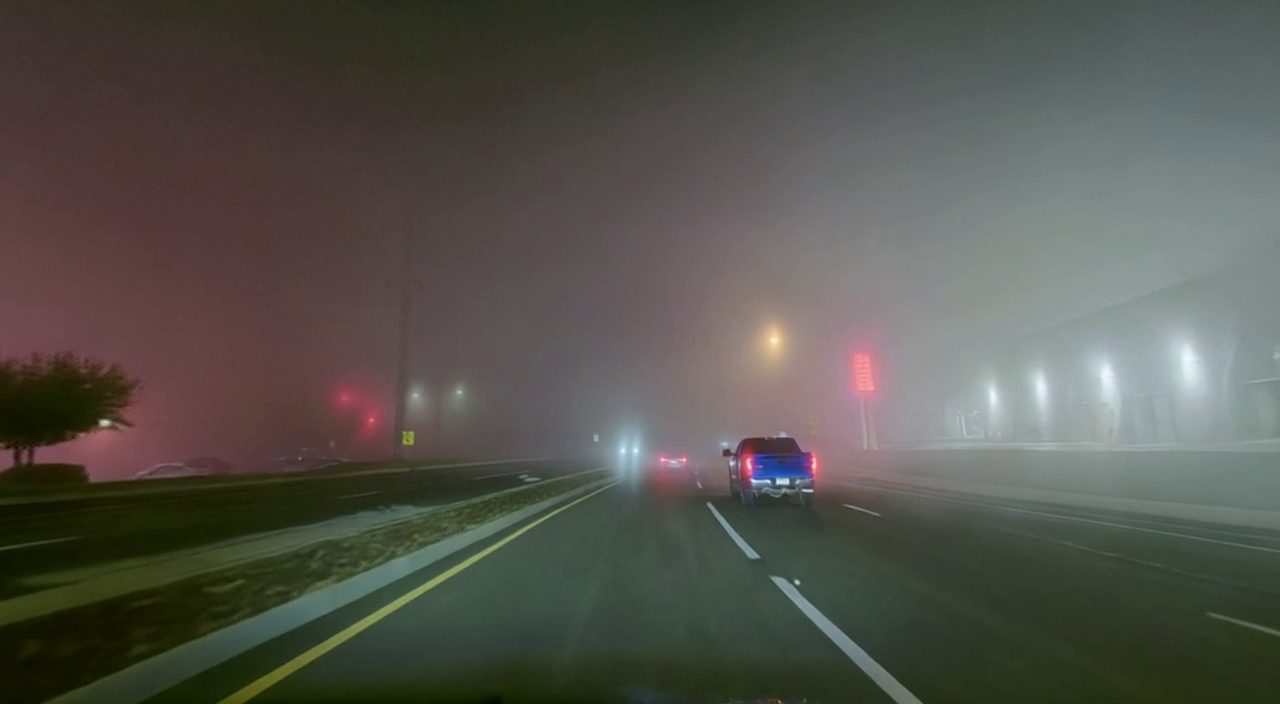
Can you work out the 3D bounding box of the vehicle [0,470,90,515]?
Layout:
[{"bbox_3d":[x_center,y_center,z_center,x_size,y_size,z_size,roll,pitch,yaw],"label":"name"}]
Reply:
[{"bbox_3d":[-24.613,5.466,24.670,1.890,1.519,4.431,0,-9,4],"label":"vehicle"}]

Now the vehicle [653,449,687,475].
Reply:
[{"bbox_3d":[1.925,6.835,39.333,1.968,1.521,4.262,0,-9,4],"label":"vehicle"}]

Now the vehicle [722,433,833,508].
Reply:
[{"bbox_3d":[3.987,3.553,19.468,2.367,1.919,5.651,0,-9,2],"label":"vehicle"}]
